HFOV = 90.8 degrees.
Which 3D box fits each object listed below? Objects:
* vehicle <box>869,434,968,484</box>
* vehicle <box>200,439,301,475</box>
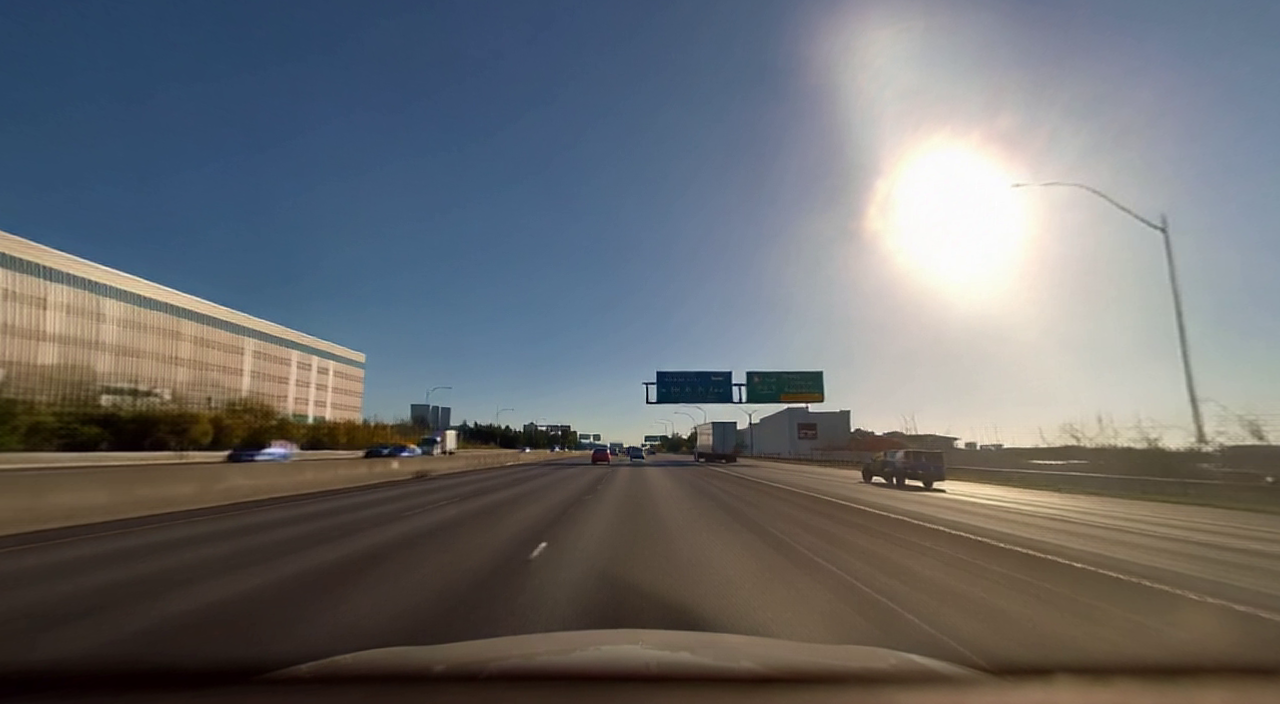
[{"bbox_3d":[14.162,5.485,32.522,2.411,2.326,5.300,0,-9,-3],"label":"vehicle"},{"bbox_3d":[-20.206,5.473,33.074,2.109,1.684,5.028,0,-9,-1],"label":"vehicle"}]
